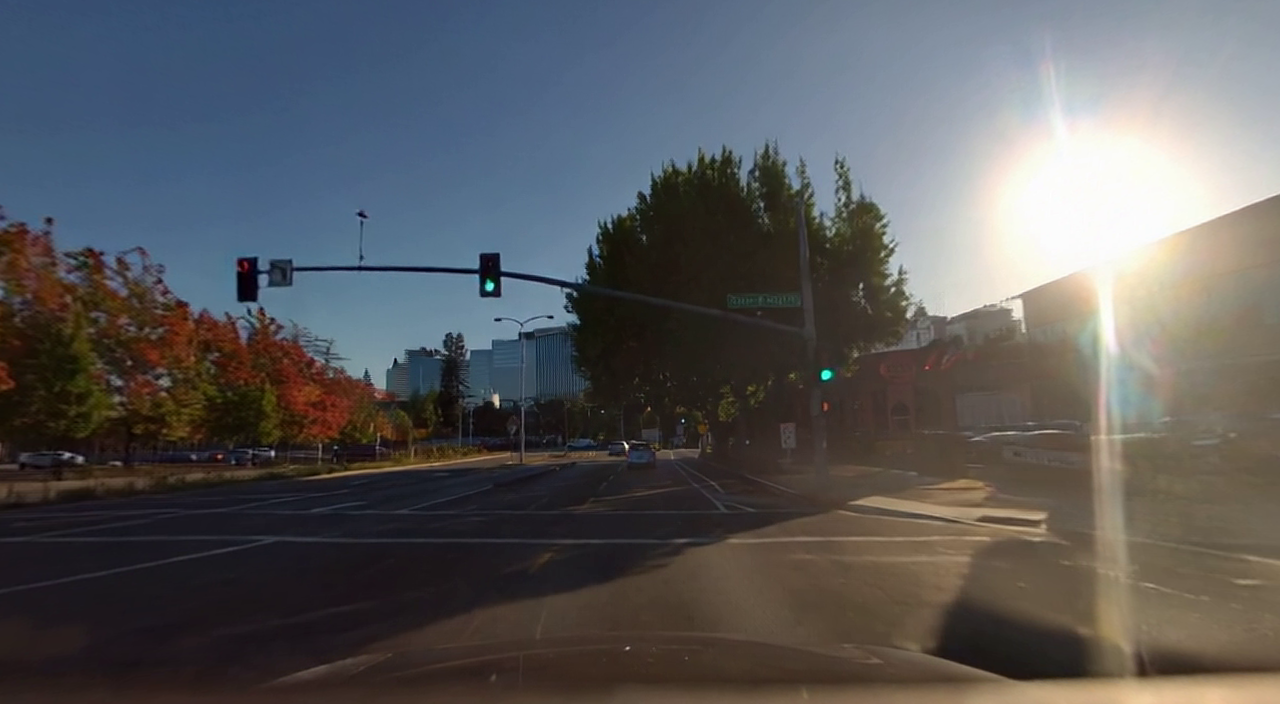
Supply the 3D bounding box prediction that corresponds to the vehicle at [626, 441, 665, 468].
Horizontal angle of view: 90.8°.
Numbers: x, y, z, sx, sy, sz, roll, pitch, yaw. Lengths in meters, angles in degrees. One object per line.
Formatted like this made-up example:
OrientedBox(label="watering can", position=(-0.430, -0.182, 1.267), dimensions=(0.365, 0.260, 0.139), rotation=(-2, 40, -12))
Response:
OrientedBox(label="vehicle", position=(0.328, 5.944, 36.689), dimensions=(2.115, 1.461, 3.976), rotation=(0, -8, 1))
